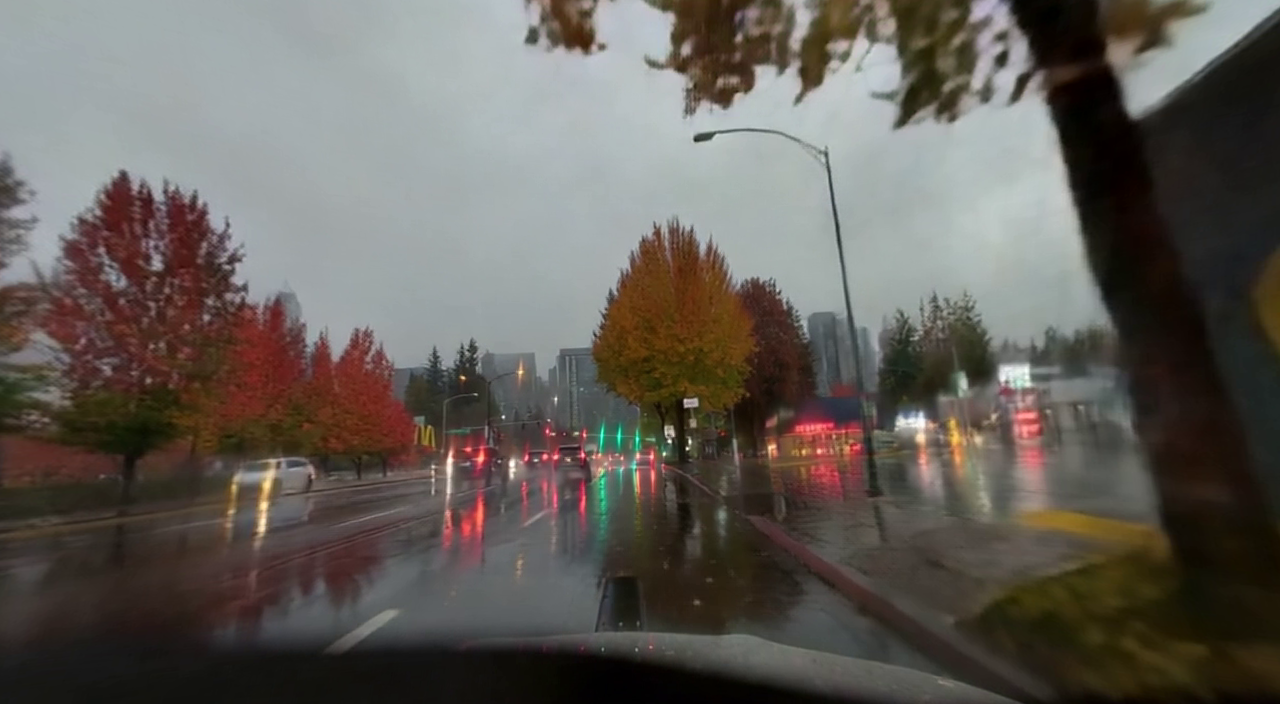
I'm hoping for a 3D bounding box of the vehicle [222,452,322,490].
[{"bbox_3d":[-21.543,6.953,37.240,2.288,2.026,5.649,0,-9,3],"label":"vehicle"}]

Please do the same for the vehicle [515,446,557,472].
[{"bbox_3d":[-7.338,7.591,44.740,2.069,1.719,4.441,0,-9,2],"label":"vehicle"}]

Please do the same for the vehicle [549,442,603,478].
[{"bbox_3d":[-3.124,5.406,31.844,2.165,1.663,4.513,0,-9,1],"label":"vehicle"}]

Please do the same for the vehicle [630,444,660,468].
[{"bbox_3d":[0.324,7.639,46.394,2.144,1.704,4.028,1,-9,-1],"label":"vehicle"}]

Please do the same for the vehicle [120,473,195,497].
[{"bbox_3d":[-38.116,10.512,49.858,4.524,1.680,1.965,7,-11,-36],"label":"vehicle"}]

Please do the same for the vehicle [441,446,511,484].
[{"bbox_3d":[-7.430,5.135,28.988,1.932,1.596,4.247,0,-9,1],"label":"vehicle"}]
